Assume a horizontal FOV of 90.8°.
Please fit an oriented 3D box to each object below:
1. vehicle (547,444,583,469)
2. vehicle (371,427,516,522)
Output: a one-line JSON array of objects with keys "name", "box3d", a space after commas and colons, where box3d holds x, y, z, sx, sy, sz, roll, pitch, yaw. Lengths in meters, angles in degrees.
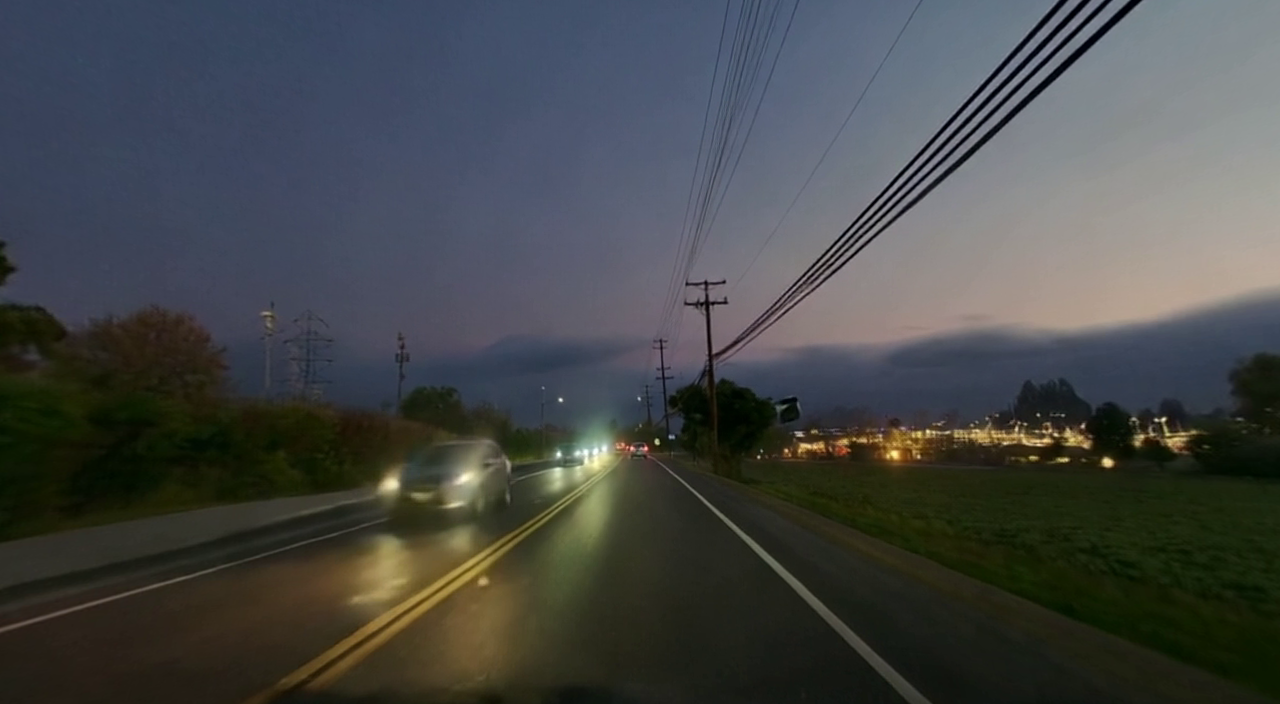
[{"name": "vehicle", "box3d": [-5.288, 7.430, 45.118, 2.114, 1.712, 4.340, 0, -8, -2]}, {"name": "vehicle", "box3d": [-4.269, 2.715, 14.569, 1.968, 1.813, 4.409, 0, -8, -1]}]
